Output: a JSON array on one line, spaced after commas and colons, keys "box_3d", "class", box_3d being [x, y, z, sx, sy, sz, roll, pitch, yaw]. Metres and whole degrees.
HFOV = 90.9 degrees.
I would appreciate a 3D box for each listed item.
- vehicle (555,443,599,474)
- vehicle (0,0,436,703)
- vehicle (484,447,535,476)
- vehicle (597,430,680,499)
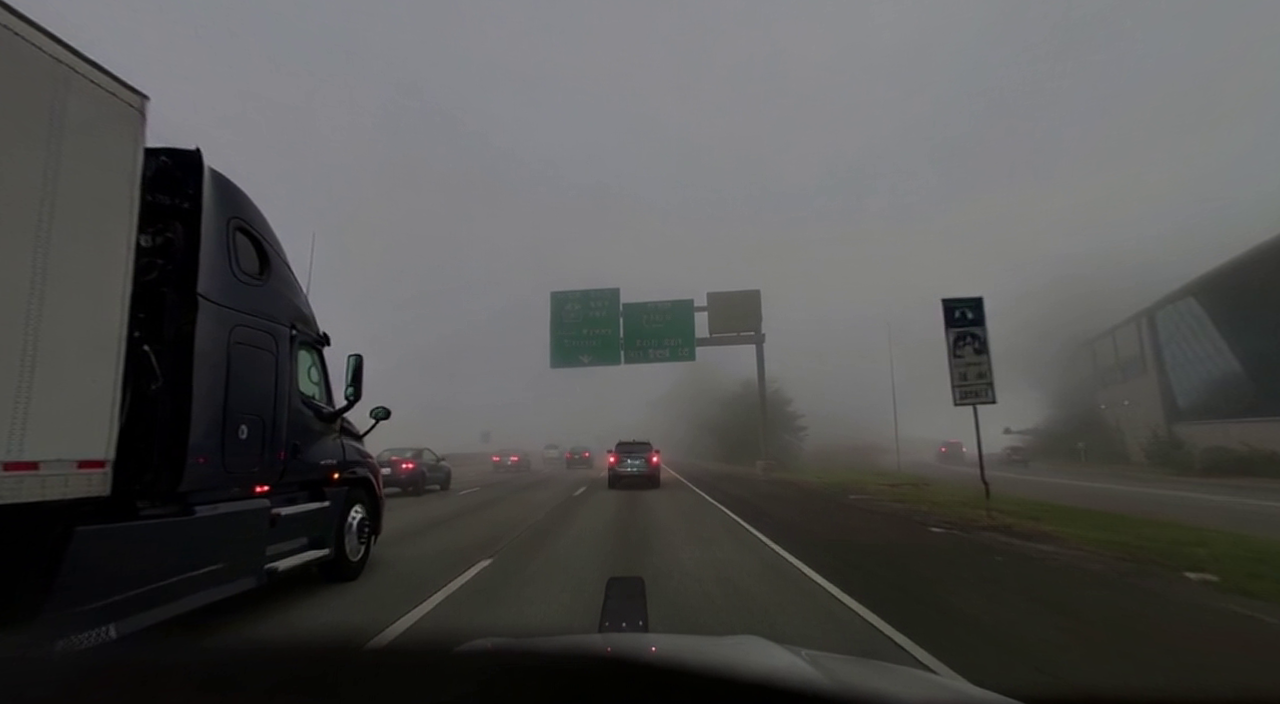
[{"box_3d": [-3.482, 5.976, 35.544, 1.952, 1.649, 4.131, 0, -9, 1], "class": "vehicle"}, {"box_3d": [-3.828, -0.430, 2.326, 2.990, 3.885, 8.540, 0, -9, 2], "class": "vehicle"}, {"box_3d": [-7.124, 6.019, 34.861, 1.869, 1.466, 4.217, 0, -9, 1], "class": "vehicle"}, {"box_3d": [-0.014, 3.227, 18.376, 2.152, 1.779, 3.924, 0, -9, 1], "class": "vehicle"}]
